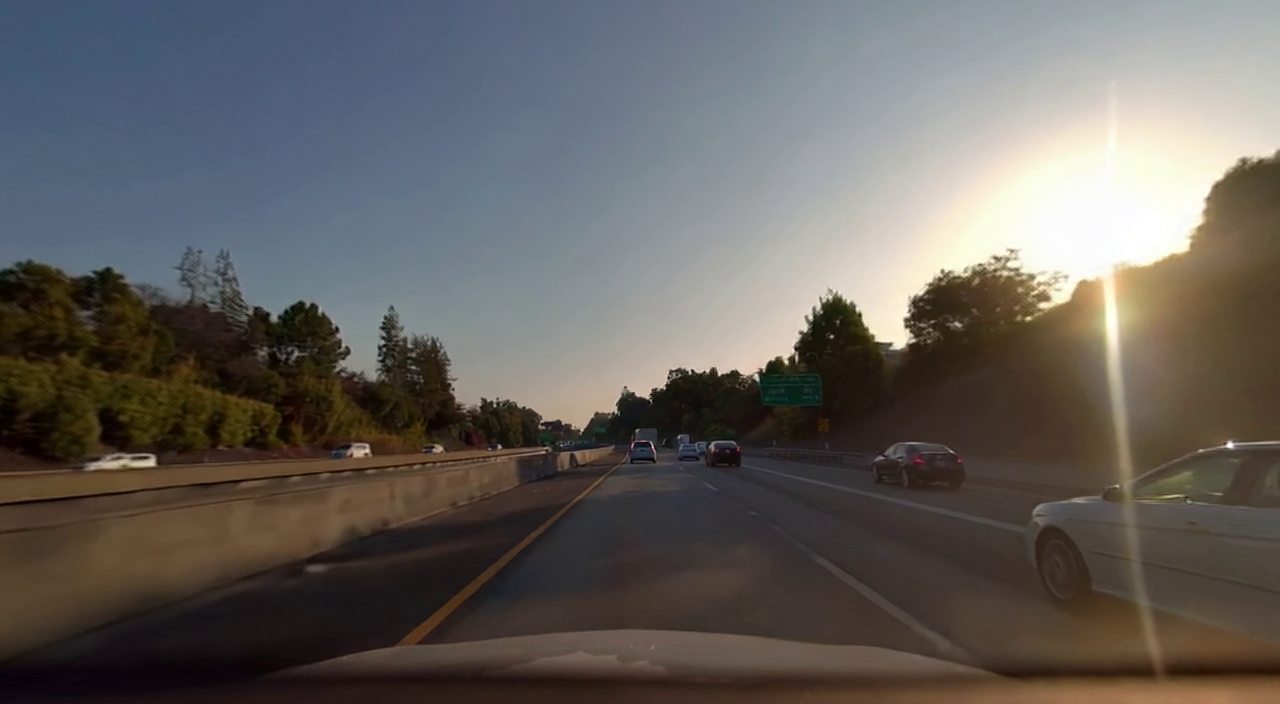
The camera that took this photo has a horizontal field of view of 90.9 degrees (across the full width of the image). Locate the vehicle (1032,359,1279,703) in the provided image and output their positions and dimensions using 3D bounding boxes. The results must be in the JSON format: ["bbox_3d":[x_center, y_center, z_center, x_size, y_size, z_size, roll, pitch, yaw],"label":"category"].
[{"bbox_3d":[3.779,0.787,2.225,2.003,1.661,4.418,-1,-8,1],"label":"vehicle"}]

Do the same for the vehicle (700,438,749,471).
[{"bbox_3d":[4.176,5.130,31.782,1.825,1.487,4.034,0,-8,-1],"label":"vehicle"}]

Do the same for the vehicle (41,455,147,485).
[{"bbox_3d":[-31.202,6.719,36.240,1.866,1.472,4.711,-1,-8,0],"label":"vehicle"}]

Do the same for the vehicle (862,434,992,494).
[{"bbox_3d":[8.144,3.189,18.367,1.810,1.516,4.183,-1,-8,0],"label":"vehicle"}]

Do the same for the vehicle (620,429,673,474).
[{"bbox_3d":[0.265,4.490,28.661,2.189,1.852,4.038,0,-8,0],"label":"vehicle"}]
